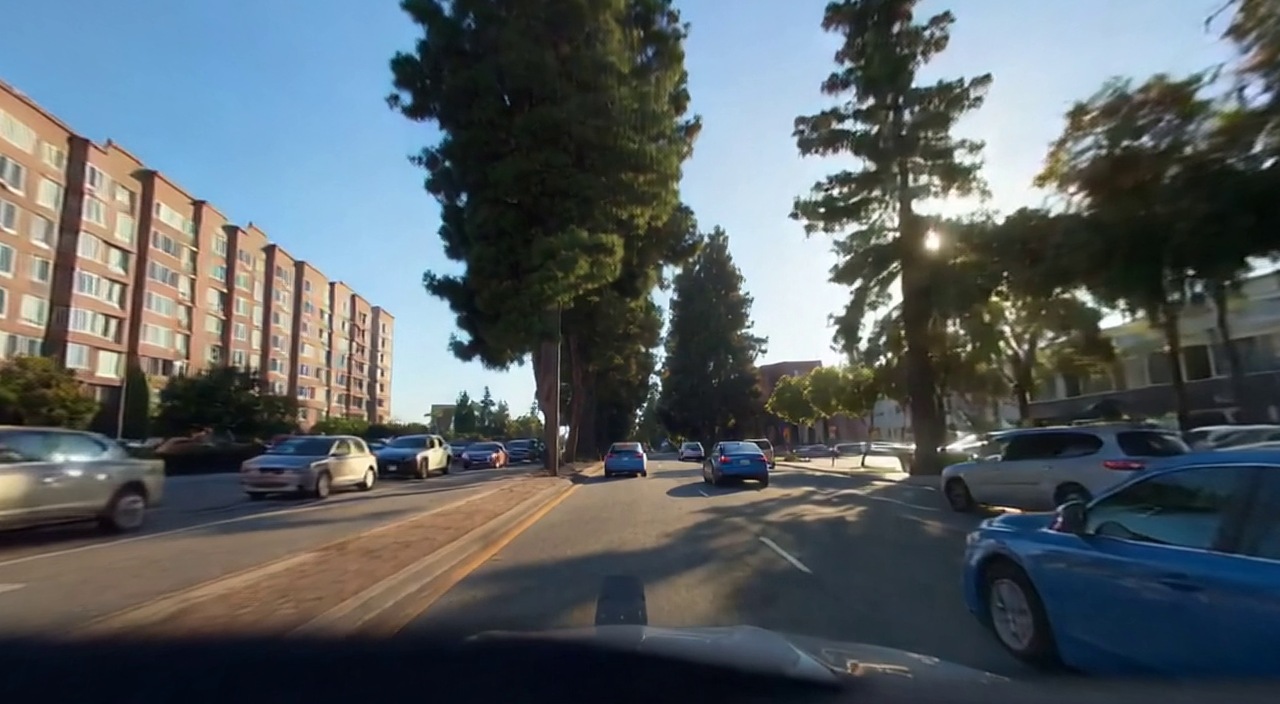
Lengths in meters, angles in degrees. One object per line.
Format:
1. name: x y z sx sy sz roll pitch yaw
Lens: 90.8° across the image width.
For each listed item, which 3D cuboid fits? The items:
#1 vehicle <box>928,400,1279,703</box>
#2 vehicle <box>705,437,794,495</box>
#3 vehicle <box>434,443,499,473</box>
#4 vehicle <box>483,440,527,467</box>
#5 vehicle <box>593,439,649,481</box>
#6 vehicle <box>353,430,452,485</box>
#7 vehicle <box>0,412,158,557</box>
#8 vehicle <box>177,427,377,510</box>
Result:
1. vehicle: 3.393 0.985 2.778 2.021 1.471 4.666 0 -8 0
2. vehicle: 3.096 3.303 18.662 1.852 1.498 3.825 0 -8 -2
3. vehicle: -9.022 5.523 33.218 2.148 1.473 4.709 0 -8 -1
4. vehicle: -9.030 6.792 42.721 2.019 1.668 4.433 -1 -8 0
5. vehicle: -0.687 4.138 24.451 1.994 1.479 3.647 0 -8 0
6. vehicle: -9.023 4.031 24.512 2.043 1.860 4.656 -1 -8 0
7. vehicle: -8.822 1.651 7.882 2.105 1.745 4.478 0 -8 -1
8. vehicle: -8.901 2.886 16.187 2.145 1.747 5.014 -1 -8 0
